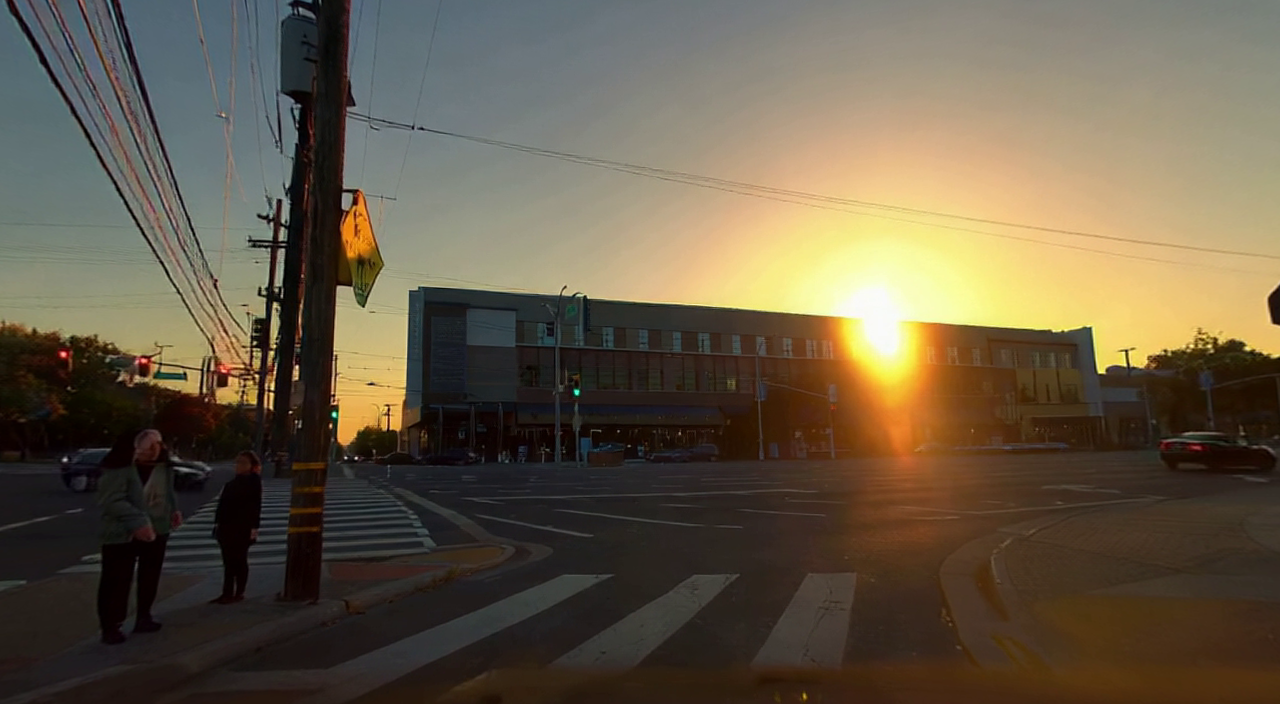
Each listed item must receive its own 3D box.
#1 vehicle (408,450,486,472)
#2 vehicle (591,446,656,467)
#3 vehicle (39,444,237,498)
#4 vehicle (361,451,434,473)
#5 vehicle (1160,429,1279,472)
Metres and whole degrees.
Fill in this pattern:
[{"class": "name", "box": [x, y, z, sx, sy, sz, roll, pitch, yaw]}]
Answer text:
[{"class": "vehicle", "box": [-13.251, 7.482, 43.410, 4.837, 1.407, 1.818, 4, -9, -26]}, {"class": "vehicle", "box": [-1.159, 7.546, 45.810, 4.391, 1.451, 1.717, 4, -9, -26]}, {"class": "vehicle", "box": [-14.979, 3.503, 18.949, 4.700, 1.479, 2.095, -2, -9, 14]}, {"class": "vehicle", "box": [-17.298, 7.840, 45.071, 4.623, 1.471, 1.805, 4, -9, -26]}, {"class": "vehicle", "box": [24.377, 4.091, 26.410, 4.530, 1.648, 2.075, 4, -9, -24]}]
